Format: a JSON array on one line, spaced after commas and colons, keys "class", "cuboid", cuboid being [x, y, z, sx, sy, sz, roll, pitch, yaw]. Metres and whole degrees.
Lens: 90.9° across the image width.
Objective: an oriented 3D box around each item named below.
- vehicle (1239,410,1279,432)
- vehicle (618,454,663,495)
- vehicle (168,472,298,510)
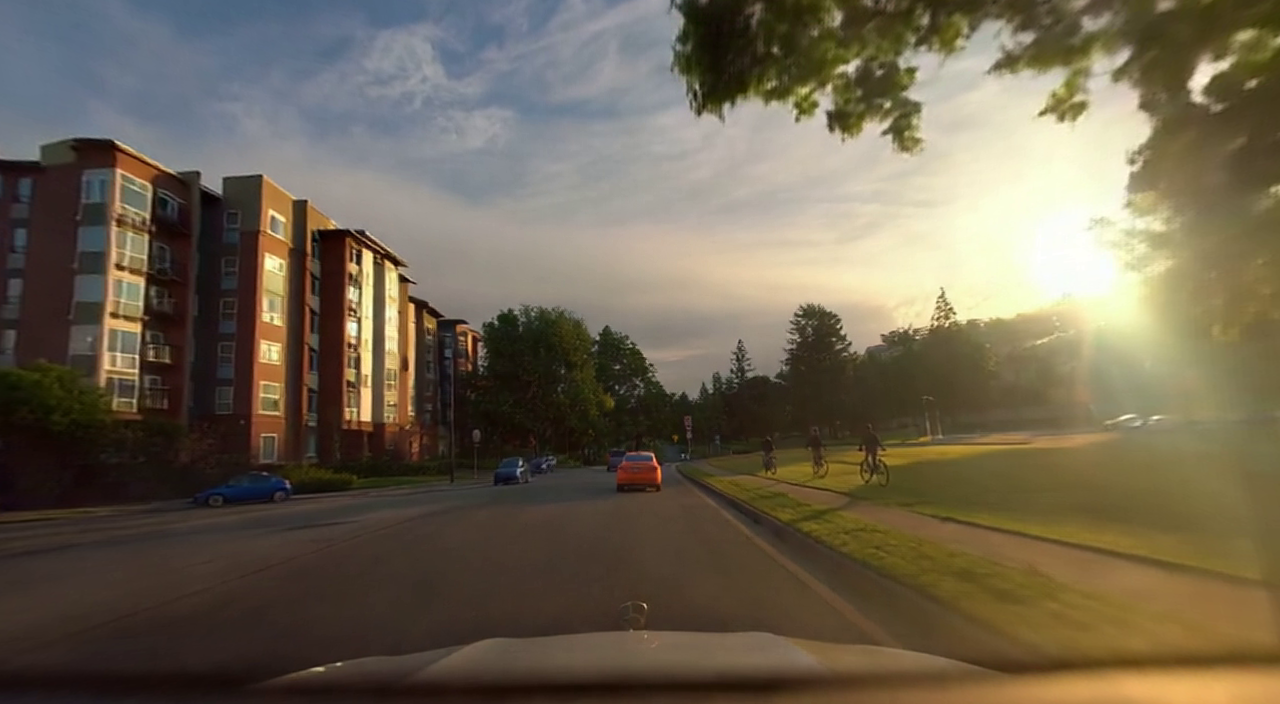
[{"class": "vehicle", "cuboid": [49.230, 5.363, 48.801, 4.294, 1.638, 1.998, 2, -9, -15]}, {"class": "vehicle", "cuboid": [0.034, 4.431, 22.945, 1.559, 1.351, 2.452, -1, -10, 1]}, {"class": "vehicle", "cuboid": [-18.935, 6.416, 29.475, 2.116, 1.409, 4.607, -8, -12, 43]}]
